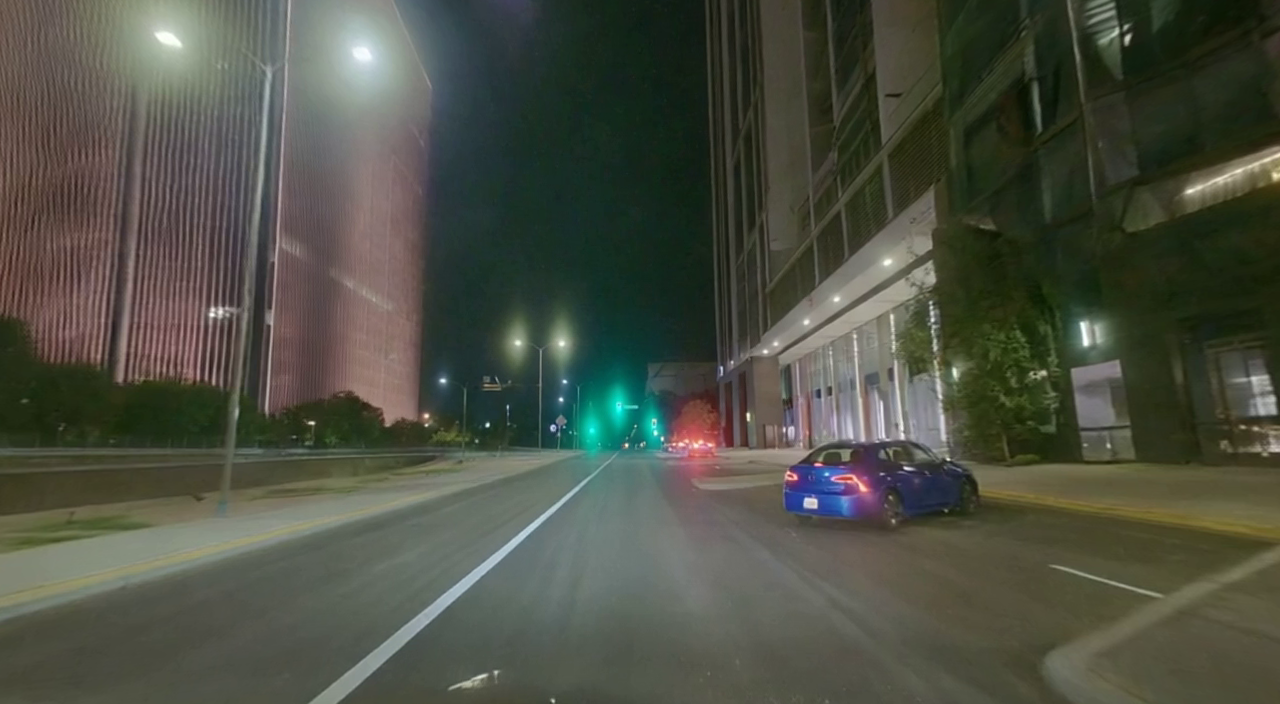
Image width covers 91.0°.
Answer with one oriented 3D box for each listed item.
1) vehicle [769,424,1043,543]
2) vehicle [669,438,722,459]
[{"bbox_3d":[4.359,1.929,10.013,4.655,1.460,1.878,6,-10,-37],"label":"vehicle"},{"bbox_3d":[4.394,7.638,49.825,3.844,1.524,1.847,5,-10,-32],"label":"vehicle"}]
